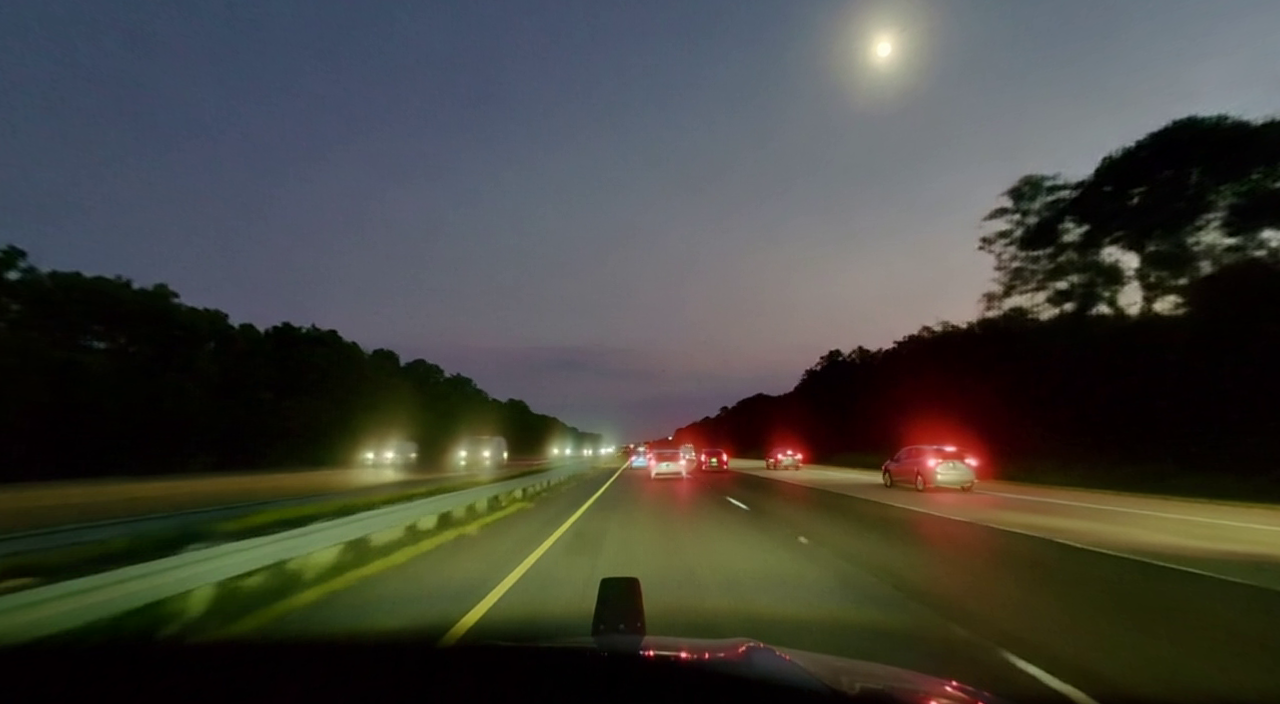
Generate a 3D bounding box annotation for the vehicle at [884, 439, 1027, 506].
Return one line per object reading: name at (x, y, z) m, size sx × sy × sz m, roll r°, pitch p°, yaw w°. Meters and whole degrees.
vehicle at (8.201, 3.159, 16.824) m, size 1.847 × 1.554 × 3.752 m, roll 0°, pitch -9°, yaw 0°

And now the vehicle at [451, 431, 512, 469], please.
vehicle at (-8.571, 5.383, 34.495) m, size 2.055 × 1.897 × 4.576 m, roll 0°, pitch -9°, yaw 1°

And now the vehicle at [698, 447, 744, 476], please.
vehicle at (4.459, 6.085, 35.174) m, size 1.981 × 1.518 × 4.029 m, roll 0°, pitch -9°, yaw -1°

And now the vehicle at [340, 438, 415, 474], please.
vehicle at (-12.409, 4.959, 30.072) m, size 1.835 × 1.583 × 4.021 m, roll 0°, pitch -9°, yaw 0°

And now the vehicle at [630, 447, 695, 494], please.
vehicle at (0.715, 4.014, 21.689) m, size 2.020 × 1.426 × 3.702 m, roll 0°, pitch -9°, yaw 0°

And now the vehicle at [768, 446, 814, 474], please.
vehicle at (9.275, 6.644, 38.971) m, size 1.957 × 1.594 × 3.632 m, roll 0°, pitch -9°, yaw 0°
